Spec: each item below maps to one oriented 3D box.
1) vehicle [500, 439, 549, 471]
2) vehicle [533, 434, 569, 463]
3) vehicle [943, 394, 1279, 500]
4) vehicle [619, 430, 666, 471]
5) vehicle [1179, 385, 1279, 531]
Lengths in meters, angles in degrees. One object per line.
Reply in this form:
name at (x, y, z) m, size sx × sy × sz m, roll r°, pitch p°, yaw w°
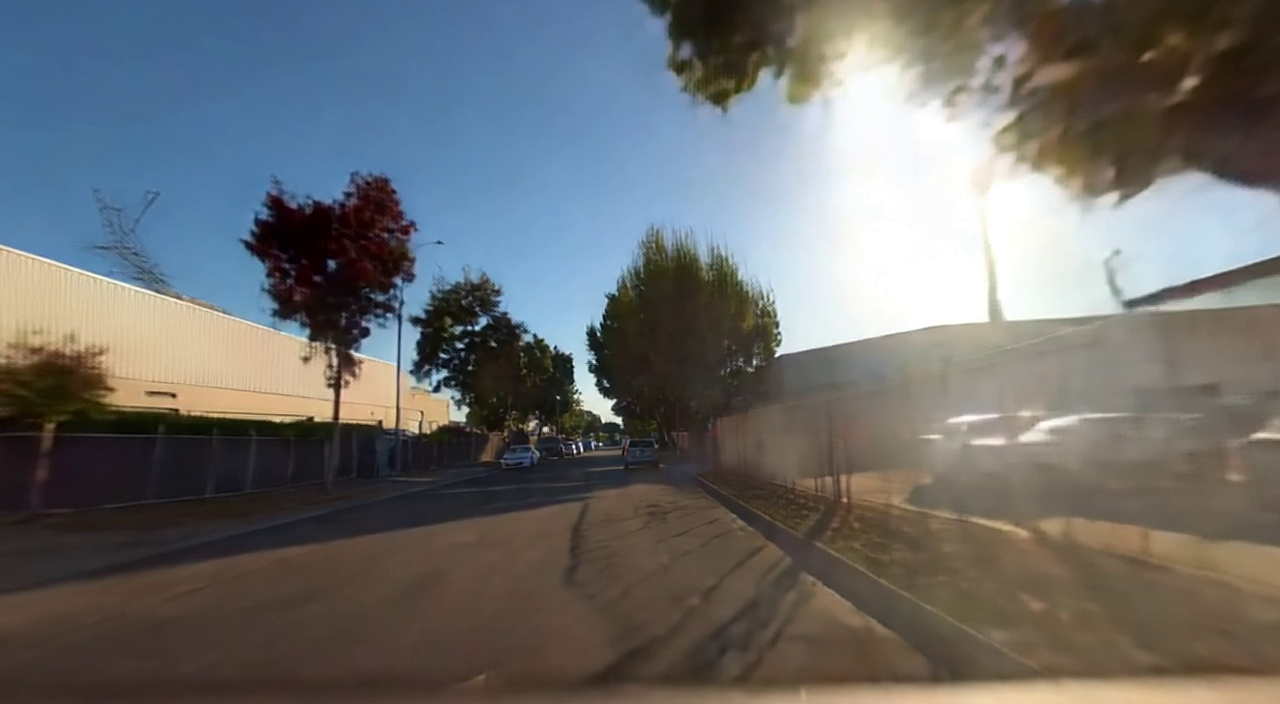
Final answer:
vehicle at (-6.181, 5.613, 34.138) m, size 1.938 × 1.500 × 4.130 m, roll -3°, pitch -10°, yaw -2°
vehicle at (-6.730, 7.396, 48.076) m, size 2.005 × 1.989 × 4.929 m, roll -3°, pitch -9°, yaw 0°
vehicle at (8.482, 1.793, 11.670) m, size 4.616 × 1.500 × 1.963 m, roll -4°, pitch -11°, yaw -1°
vehicle at (0.118, 4.789, 30.862) m, size 2.152 × 1.874 × 4.042 m, roll 0°, pitch -8°, yaw 0°
vehicle at (9.182, 1.123, 7.172) m, size 4.178 × 1.599 × 1.926 m, roll -2°, pitch -10°, yaw 1°
